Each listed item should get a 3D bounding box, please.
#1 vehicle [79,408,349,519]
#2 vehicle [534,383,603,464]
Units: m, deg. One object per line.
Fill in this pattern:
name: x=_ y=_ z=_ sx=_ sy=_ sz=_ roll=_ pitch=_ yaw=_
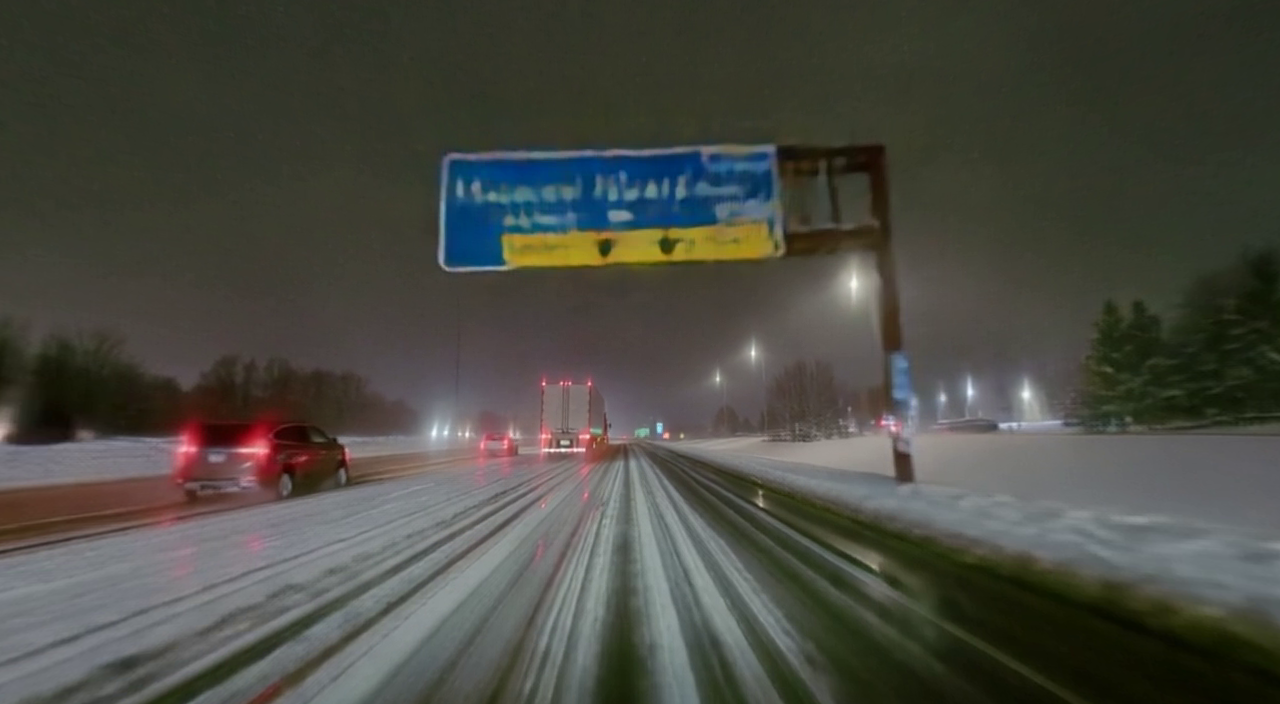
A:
vehicle: x=-7.582 y=2.005 z=11.922 sx=2.075 sy=1.691 sz=4.431 roll=0 pitch=-8 yaw=-1
vehicle: x=-3.937 y=4.406 z=37.501 sx=3.002 sy=3.987 sz=12.477 roll=-1 pitch=-8 yaw=-2
